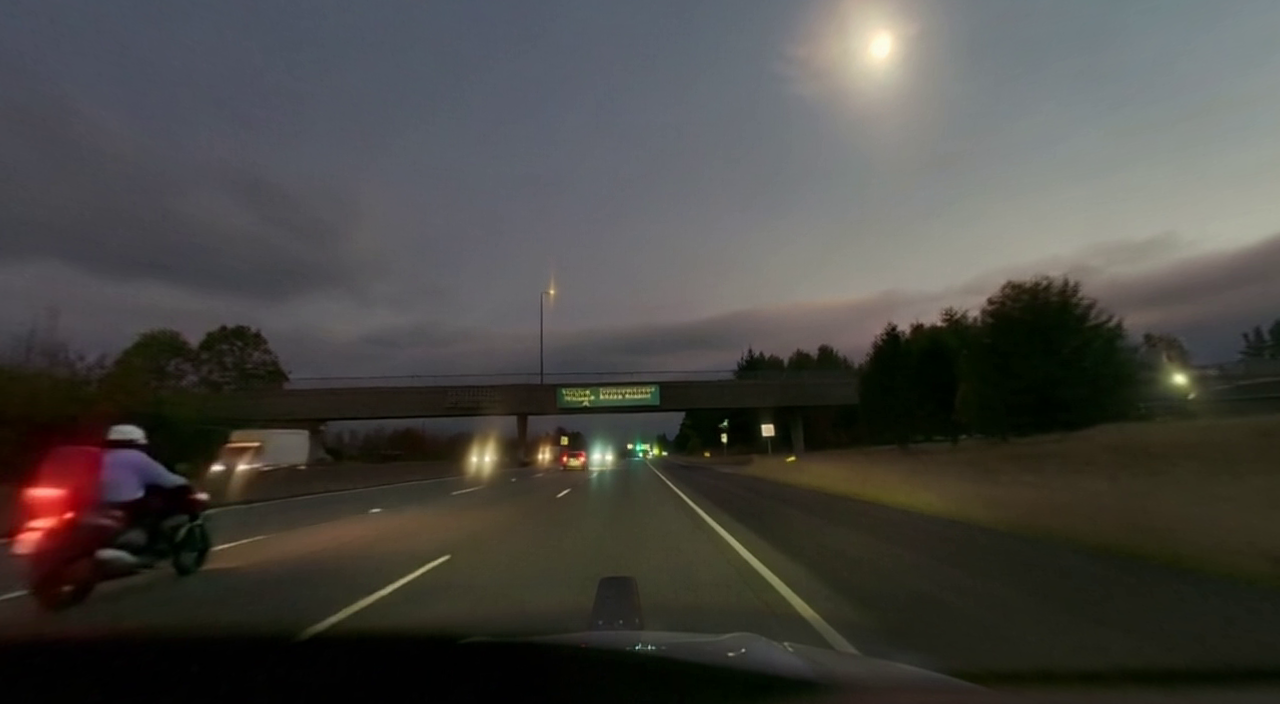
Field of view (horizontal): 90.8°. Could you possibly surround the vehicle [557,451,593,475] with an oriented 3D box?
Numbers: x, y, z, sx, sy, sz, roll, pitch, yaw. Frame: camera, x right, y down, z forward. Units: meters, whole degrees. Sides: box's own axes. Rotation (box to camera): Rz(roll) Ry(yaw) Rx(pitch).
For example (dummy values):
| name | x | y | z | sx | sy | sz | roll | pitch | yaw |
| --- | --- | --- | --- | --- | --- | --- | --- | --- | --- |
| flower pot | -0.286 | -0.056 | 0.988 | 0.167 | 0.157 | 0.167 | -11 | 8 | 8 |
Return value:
| name | x | y | z | sx | sy | sz | roll | pitch | yaw |
| --- | --- | --- | --- | --- | --- | --- | --- | --- | --- |
| vehicle | -4.212 | 7.246 | 41.449 | 1.992 | 1.504 | 4.117 | 0 | -9 | 0 |
